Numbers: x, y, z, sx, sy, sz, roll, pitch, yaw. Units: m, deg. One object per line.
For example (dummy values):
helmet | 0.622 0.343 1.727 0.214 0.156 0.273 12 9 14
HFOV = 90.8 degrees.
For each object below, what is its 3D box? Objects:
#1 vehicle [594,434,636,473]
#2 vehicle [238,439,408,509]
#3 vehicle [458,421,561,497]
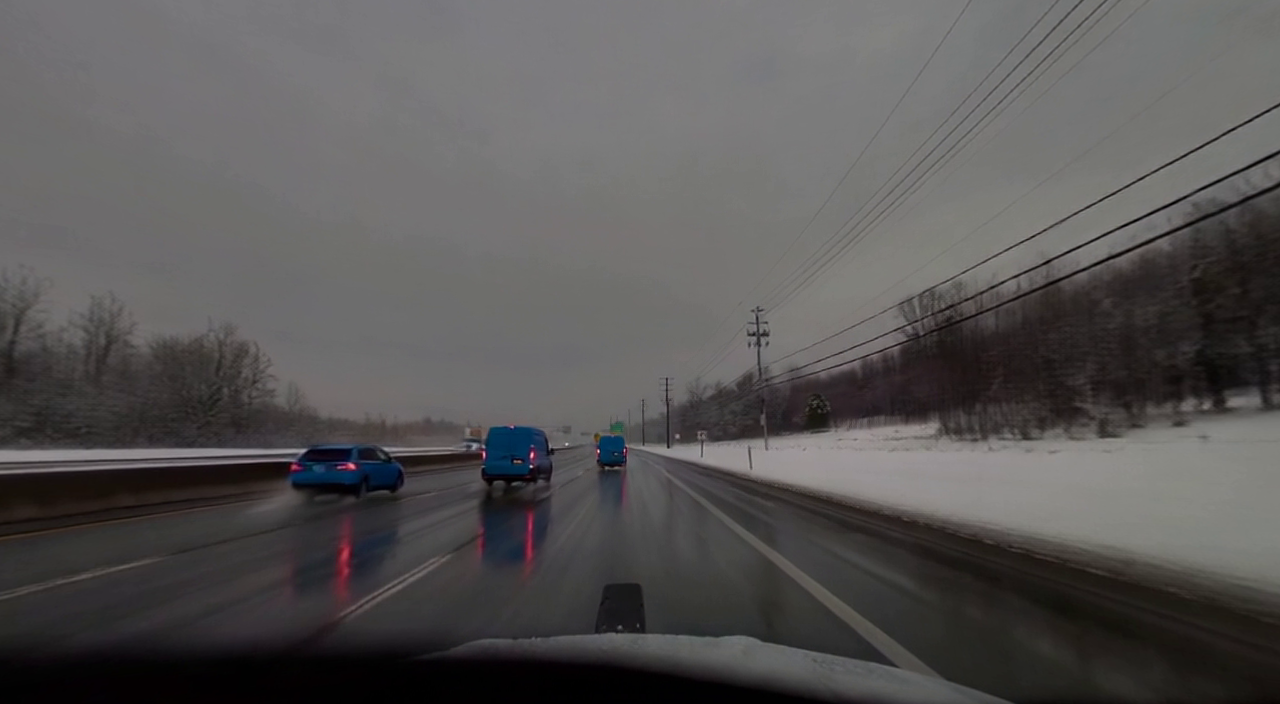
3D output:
vehicle | -1.352 5.760 35.881 2.197 2.011 5.130 0 -9 -1
vehicle | -7.926 3.079 16.432 1.975 1.540 4.759 0 -9 0
vehicle | -3.814 3.252 19.482 2.145 2.010 4.980 0 -9 0
